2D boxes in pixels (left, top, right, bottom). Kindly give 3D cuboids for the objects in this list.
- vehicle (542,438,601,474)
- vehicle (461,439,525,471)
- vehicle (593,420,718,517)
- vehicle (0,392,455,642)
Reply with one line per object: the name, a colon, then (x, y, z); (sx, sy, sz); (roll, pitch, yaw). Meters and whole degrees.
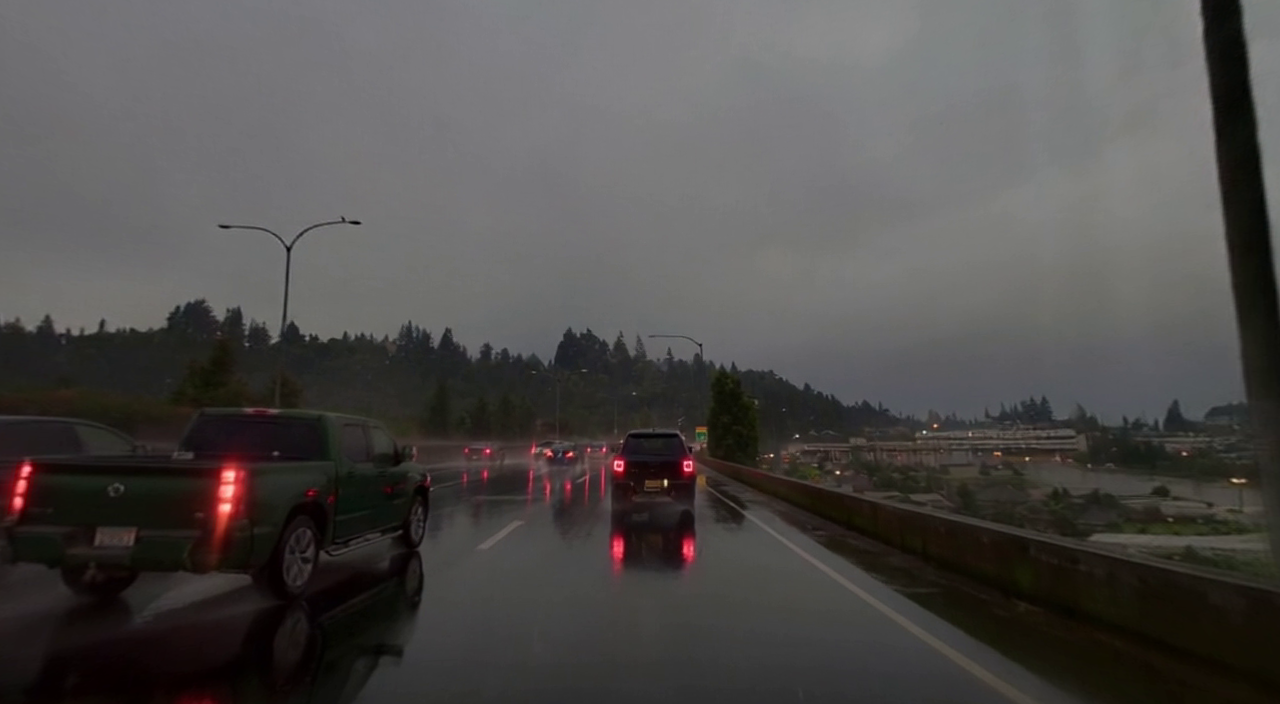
vehicle: (-2.905, 4.528, 27.715); (1.868, 1.470, 4.105); (-1, -9, 4)
vehicle: (-7.104, 5.009, 30.956); (1.856, 1.459, 4.251); (-1, -9, 4)
vehicle: (0.313, 2.430, 13.620); (2.235, 1.716, 4.435); (0, -9, 1)
vehicle: (-3.731, 1.450, 6.568); (2.076, 1.688, 4.334); (-1, -9, 3)
